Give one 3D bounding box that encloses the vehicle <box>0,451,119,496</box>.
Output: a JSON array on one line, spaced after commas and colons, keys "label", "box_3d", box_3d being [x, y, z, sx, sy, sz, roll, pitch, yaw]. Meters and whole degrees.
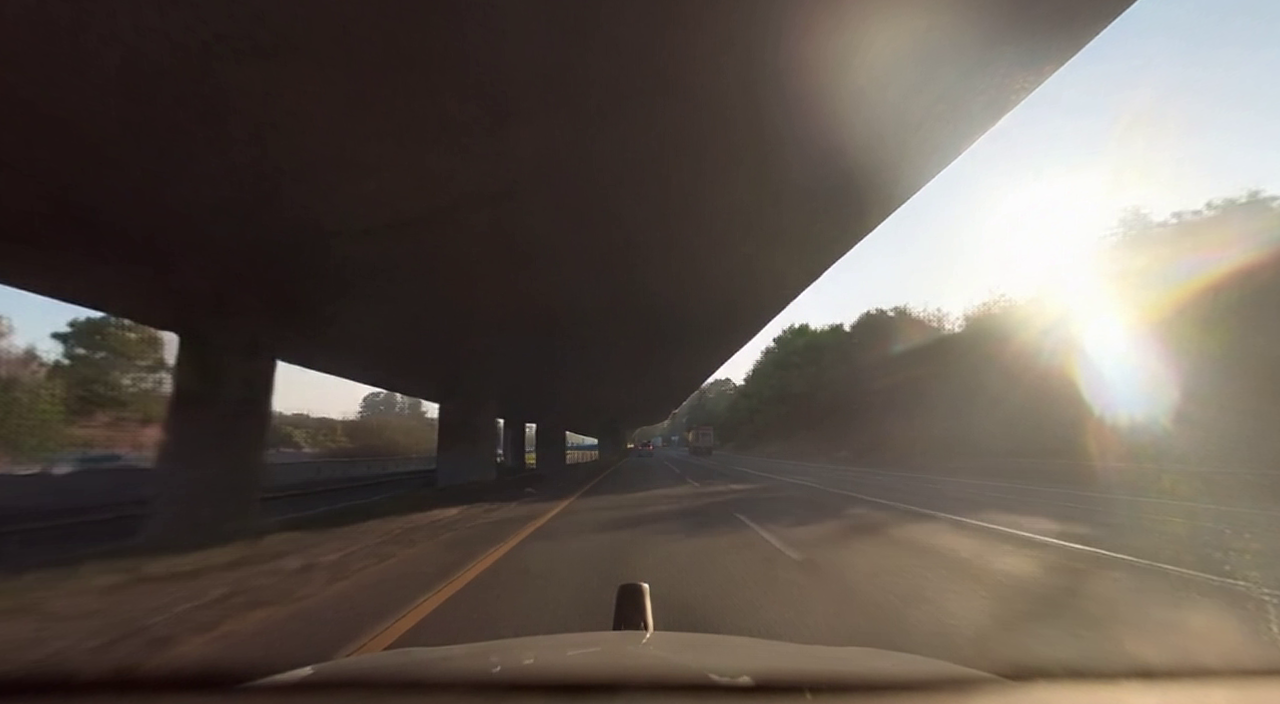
[{"label": "vehicle", "box_3d": [-27.830, 5.576, 29.414, 2.286, 1.839, 5.522, 0, -8, 0]}]
